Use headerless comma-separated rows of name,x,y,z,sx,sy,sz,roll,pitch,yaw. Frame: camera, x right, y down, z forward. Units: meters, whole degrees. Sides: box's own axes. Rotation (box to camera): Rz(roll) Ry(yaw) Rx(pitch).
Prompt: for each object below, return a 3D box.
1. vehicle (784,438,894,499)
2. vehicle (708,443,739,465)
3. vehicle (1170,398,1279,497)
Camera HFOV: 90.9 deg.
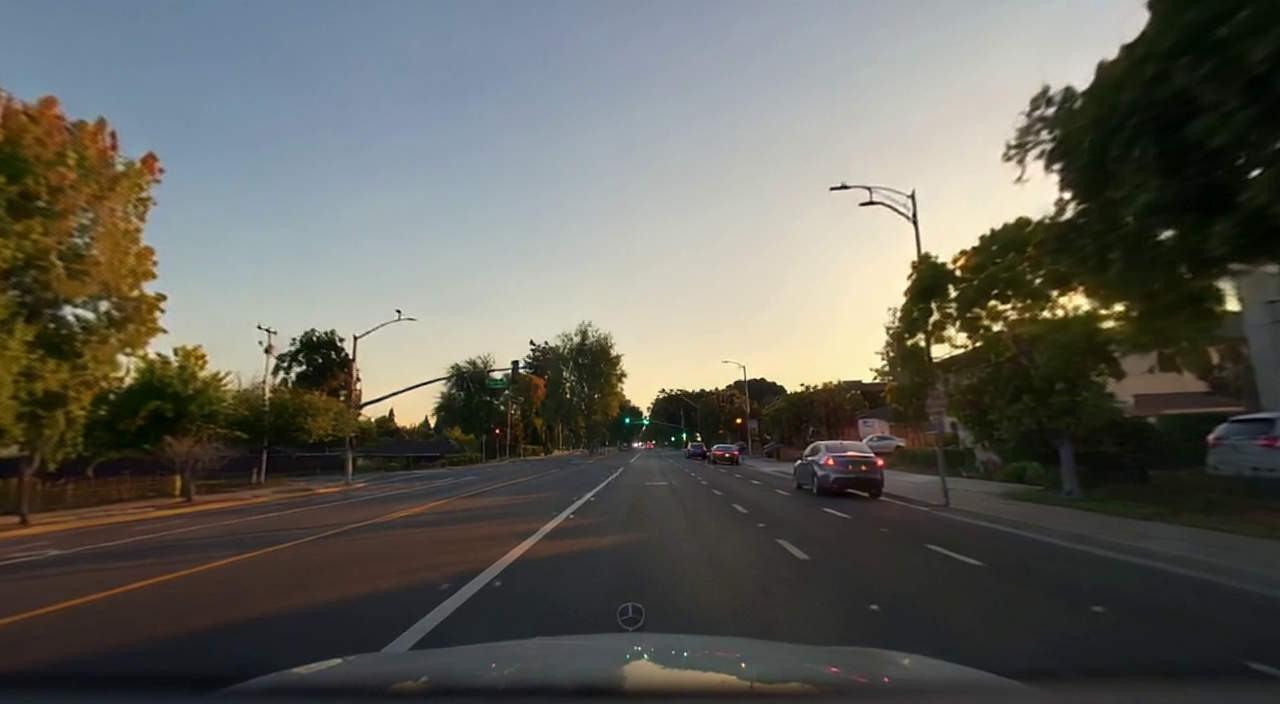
vehicle,5.650,3.331,18.463,1.950,1.567,4.083,0,-8,1
vehicle,6.171,7.602,47.199,1.855,1.520,4.808,0,-8,2
vehicle,13.290,1.803,11.927,4.474,1.710,2.148,0,-8,1
